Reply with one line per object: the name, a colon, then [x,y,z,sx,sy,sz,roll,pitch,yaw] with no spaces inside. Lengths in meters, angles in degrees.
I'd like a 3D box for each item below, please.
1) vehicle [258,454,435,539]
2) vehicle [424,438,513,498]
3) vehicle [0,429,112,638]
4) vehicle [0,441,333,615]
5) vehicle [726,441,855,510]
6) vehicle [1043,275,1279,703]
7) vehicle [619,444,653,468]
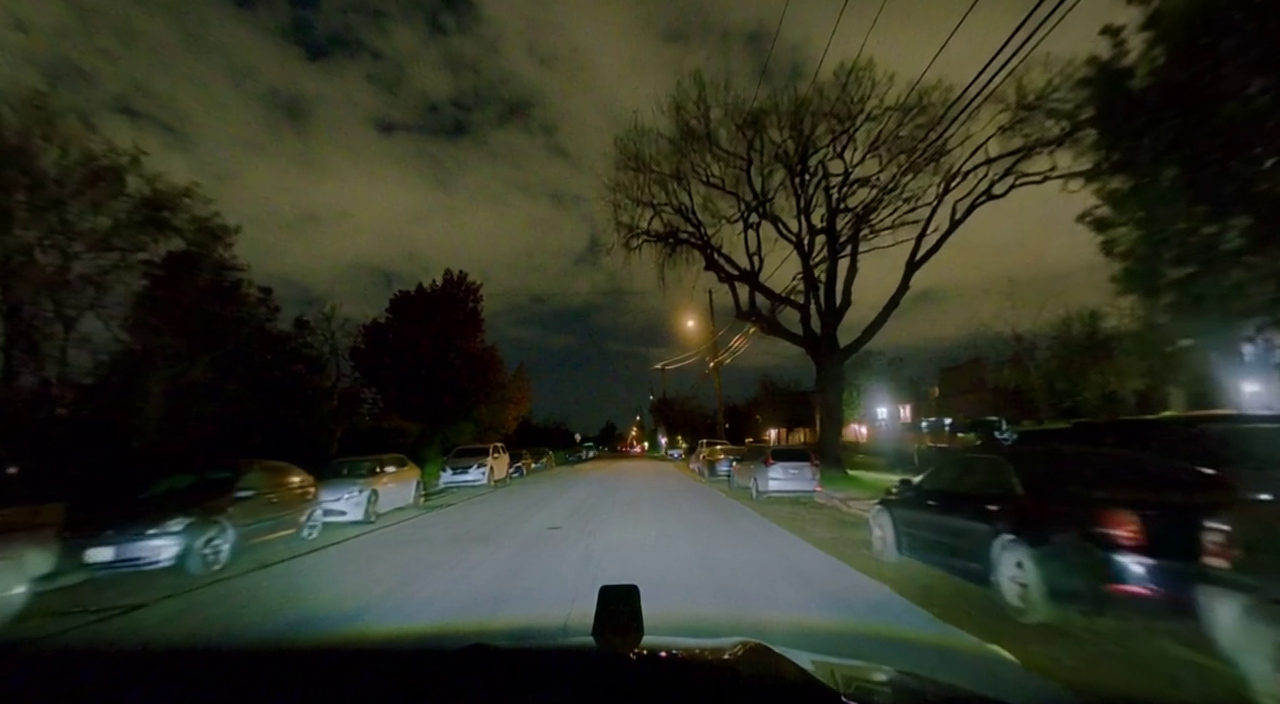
vehicle: [-6.070,2.988,13.733,1.951,1.327,4.191,-2,-7,-1]
vehicle: [-6.204,4.183,23.483,2.115,1.820,5.002,-3,-7,-3]
vehicle: [-5.861,1.259,3.373,1.925,1.578,4.906,-3,-7,0]
vehicle: [-6.092,2.071,8.510,1.879,1.581,4.486,-3,-7,-3]
vehicle: [3.630,3.072,16.270,2.039,1.480,4.831,0,-9,-1]
vehicle: [3.639,0.440,0.603,2.401,1.958,5.999,0,-8,-2]
vehicle: [-0.298,6.800,41.481,2.062,1.509,4.305,0,-9,-1]
